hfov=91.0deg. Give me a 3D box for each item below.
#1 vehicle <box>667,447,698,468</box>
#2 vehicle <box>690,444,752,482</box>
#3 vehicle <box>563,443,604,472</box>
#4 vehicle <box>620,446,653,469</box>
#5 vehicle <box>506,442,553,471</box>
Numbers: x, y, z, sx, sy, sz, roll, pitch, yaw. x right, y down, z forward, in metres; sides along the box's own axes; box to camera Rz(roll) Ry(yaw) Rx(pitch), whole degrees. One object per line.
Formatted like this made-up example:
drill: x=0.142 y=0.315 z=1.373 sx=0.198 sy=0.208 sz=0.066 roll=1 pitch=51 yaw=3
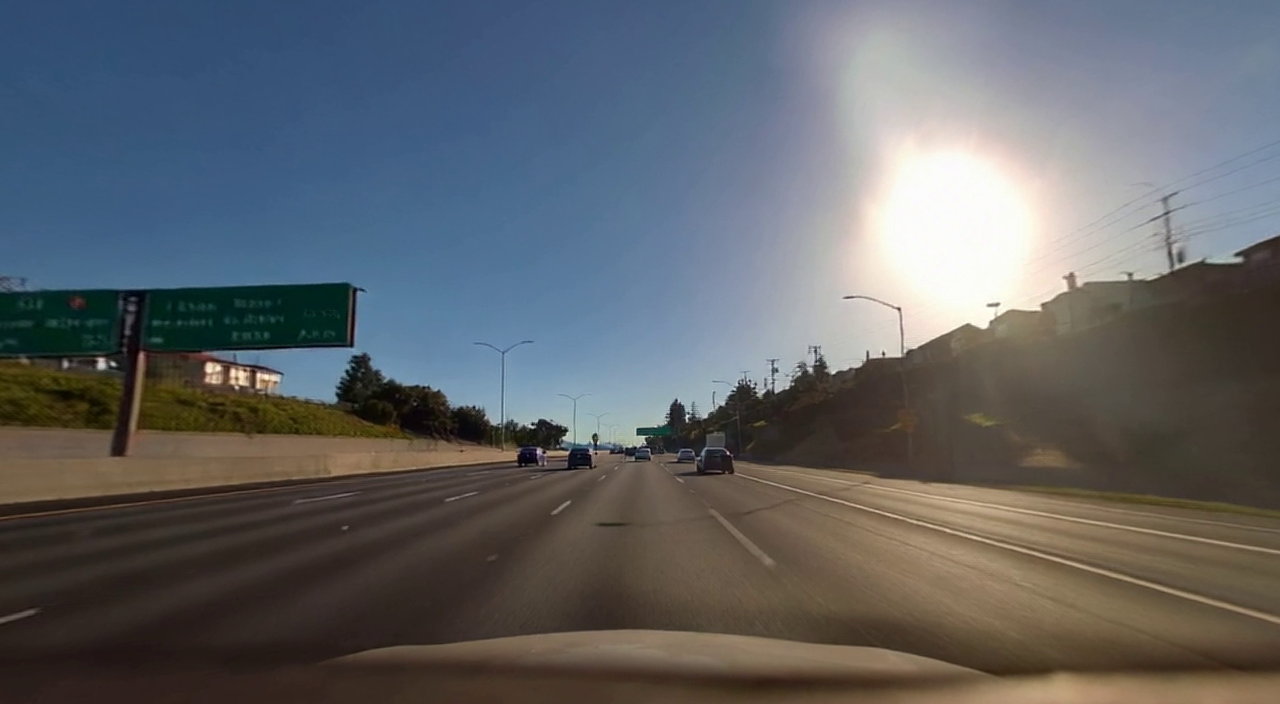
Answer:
vehicle: x=3.190 y=8.012 z=48.069 sx=2.036 sy=1.517 sz=4.256 roll=0 pitch=-9 yaw=0
vehicle: x=3.469 y=4.855 z=27.819 sx=2.077 sy=1.527 sz=4.553 roll=0 pitch=-9 yaw=0
vehicle: x=-3.373 y=6.438 z=38.630 sx=2.091 sy=1.664 sz=4.157 roll=0 pitch=-9 yaw=0
vehicle: x=-0.225 y=7.271 z=43.620 sx=2.166 sy=1.496 sz=4.158 roll=0 pitch=-9 yaw=0
vehicle: x=-6.897 y=6.569 z=39.741 sx=2.112 sy=1.721 sz=4.381 roll=0 pitch=-9 yaw=1
